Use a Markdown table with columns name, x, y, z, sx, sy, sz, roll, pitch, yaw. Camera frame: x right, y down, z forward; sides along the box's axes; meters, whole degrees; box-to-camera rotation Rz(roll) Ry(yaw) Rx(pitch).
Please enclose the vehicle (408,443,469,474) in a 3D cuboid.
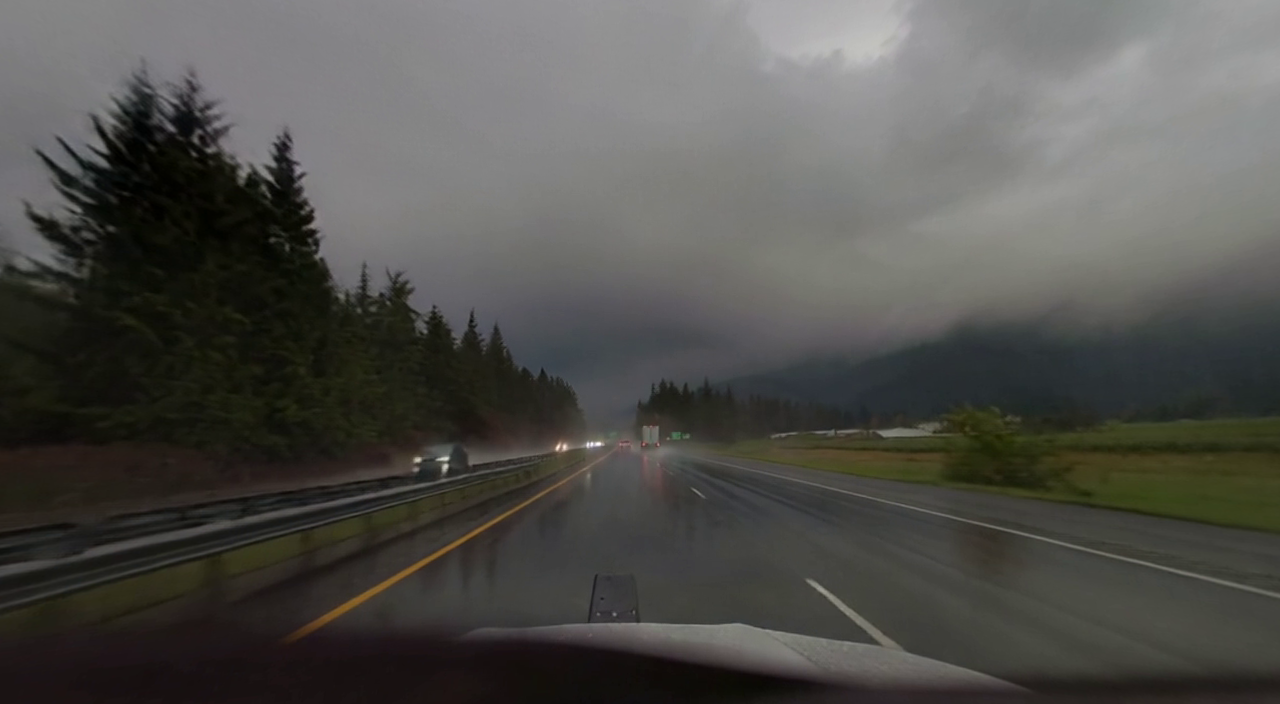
| name | x | y | z | sx | sy | sz | roll | pitch | yaw |
| --- | --- | --- | --- | --- | --- | --- | --- | --- | --- |
| vehicle | -9.833 | 5.191 | 30.946 | 1.779 | 1.397 | 3.665 | -1 | -8 | 0 |
